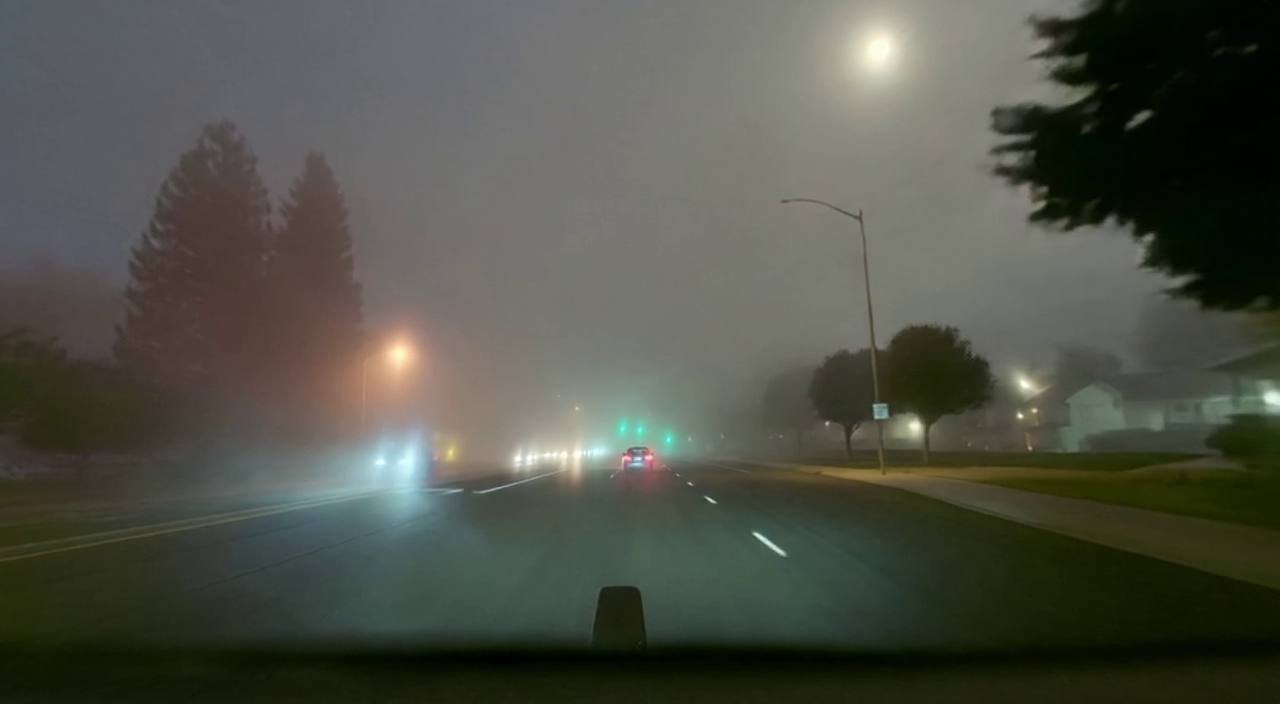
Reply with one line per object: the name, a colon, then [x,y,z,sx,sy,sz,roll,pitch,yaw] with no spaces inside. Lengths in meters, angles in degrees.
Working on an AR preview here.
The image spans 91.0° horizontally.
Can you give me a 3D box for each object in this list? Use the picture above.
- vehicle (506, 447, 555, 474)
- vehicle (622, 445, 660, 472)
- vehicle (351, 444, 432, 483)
vehicle: [-6.352,6.348,36.970,2.014,1.472,4.357,0,-9,1]
vehicle: [0.091,6.333,37.620,2.106,1.517,4.375,0,-9,1]
vehicle: [-13.660,6.168,35.105,2.301,1.967,5.468,0,-9,0]
